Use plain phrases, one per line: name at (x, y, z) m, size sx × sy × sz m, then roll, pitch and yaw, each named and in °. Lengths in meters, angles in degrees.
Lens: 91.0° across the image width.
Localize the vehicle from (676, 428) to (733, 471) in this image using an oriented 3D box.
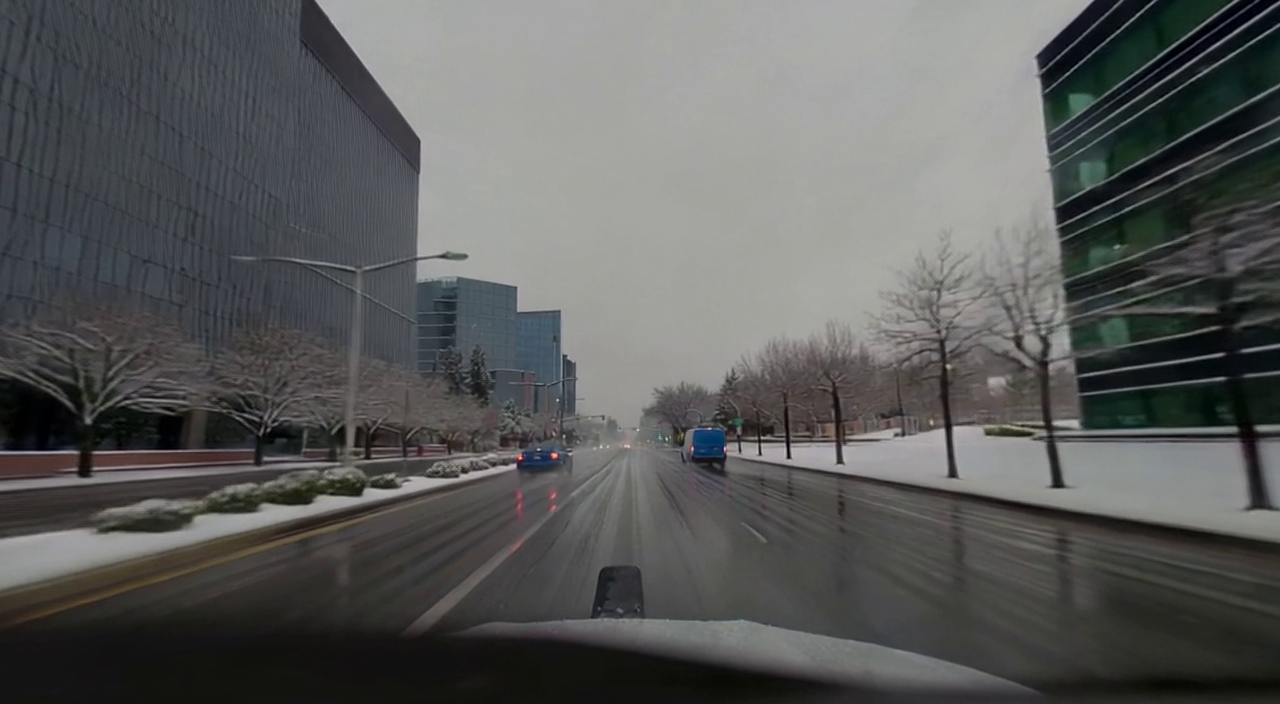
vehicle at (3.089, 4.837, 31.340) m, size 2.200 × 1.914 × 5.145 m, roll 0°, pitch -8°, yaw -1°

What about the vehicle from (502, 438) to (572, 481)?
vehicle at (-3.763, 3.989, 23.703) m, size 1.864 × 1.464 × 4.195 m, roll 0°, pitch -8°, yaw 1°
